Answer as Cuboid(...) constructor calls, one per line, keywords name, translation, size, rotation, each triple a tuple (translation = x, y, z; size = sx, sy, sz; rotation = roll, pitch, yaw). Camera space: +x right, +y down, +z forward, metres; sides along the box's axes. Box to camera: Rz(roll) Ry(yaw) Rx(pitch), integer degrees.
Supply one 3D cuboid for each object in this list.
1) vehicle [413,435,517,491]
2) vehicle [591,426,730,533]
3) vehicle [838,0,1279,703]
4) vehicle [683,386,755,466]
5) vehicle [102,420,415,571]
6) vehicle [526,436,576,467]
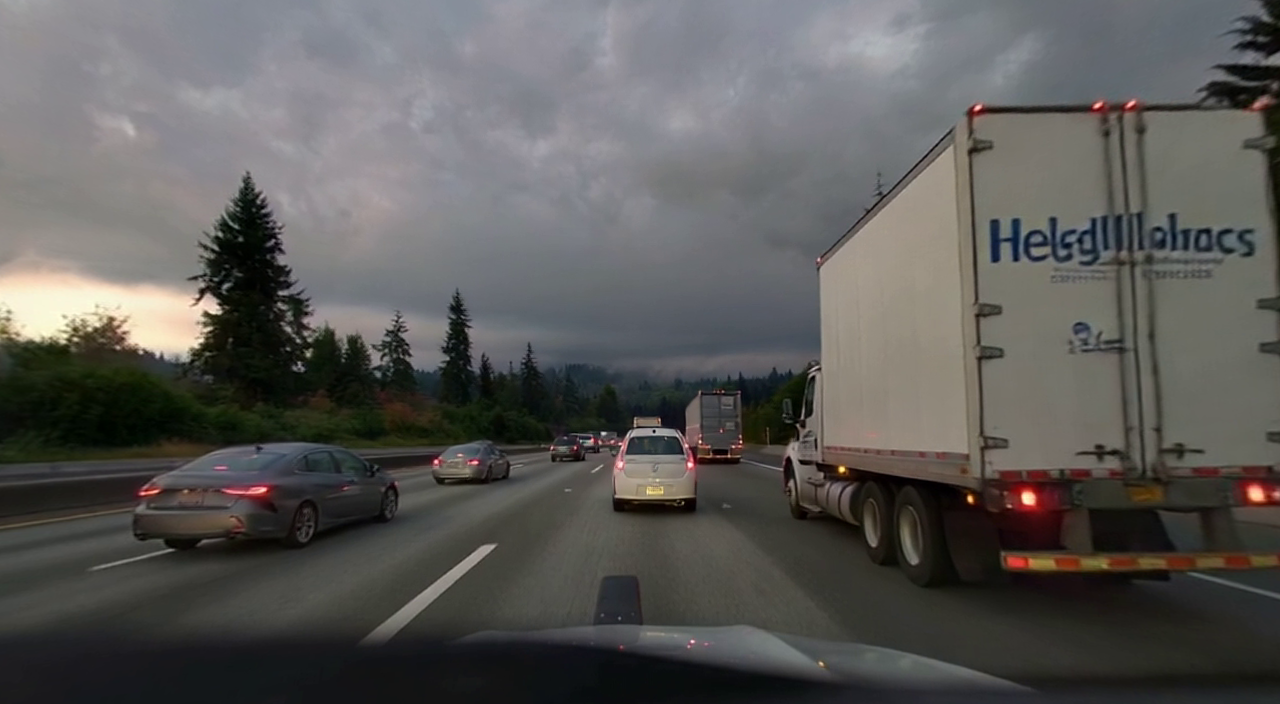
Cuboid(name="vehicle", translation=(-5.018, 3.205, 18.631), size=(1.880, 1.458, 3.978), rotation=(0, -8, 1))
Cuboid(name="vehicle", translation=(0.284, 2.056, 10.792), size=(1.973, 1.505, 3.568), rotation=(0, -8, 0))
Cuboid(name="vehicle", translation=(4.065, -0.488, 0.833), size=(2.817, 3.989, 14.321), rotation=(0, -8, -1))
Cuboid(name="vehicle", translation=(4.514, 4.762, 39.533), size=(2.892, 4.101, 14.252), rotation=(0, -8, 1))
Cuboid(name="vehicle", translation=(-4.557, 1.718, 8.321), size=(1.821, 1.514, 3.677), rotation=(0, -8, 0))
Cuboid(name="vehicle", translation=(-4.598, 5.194, 33.270), size=(1.887, 1.493, 4.411), rotation=(0, -8, 1))
